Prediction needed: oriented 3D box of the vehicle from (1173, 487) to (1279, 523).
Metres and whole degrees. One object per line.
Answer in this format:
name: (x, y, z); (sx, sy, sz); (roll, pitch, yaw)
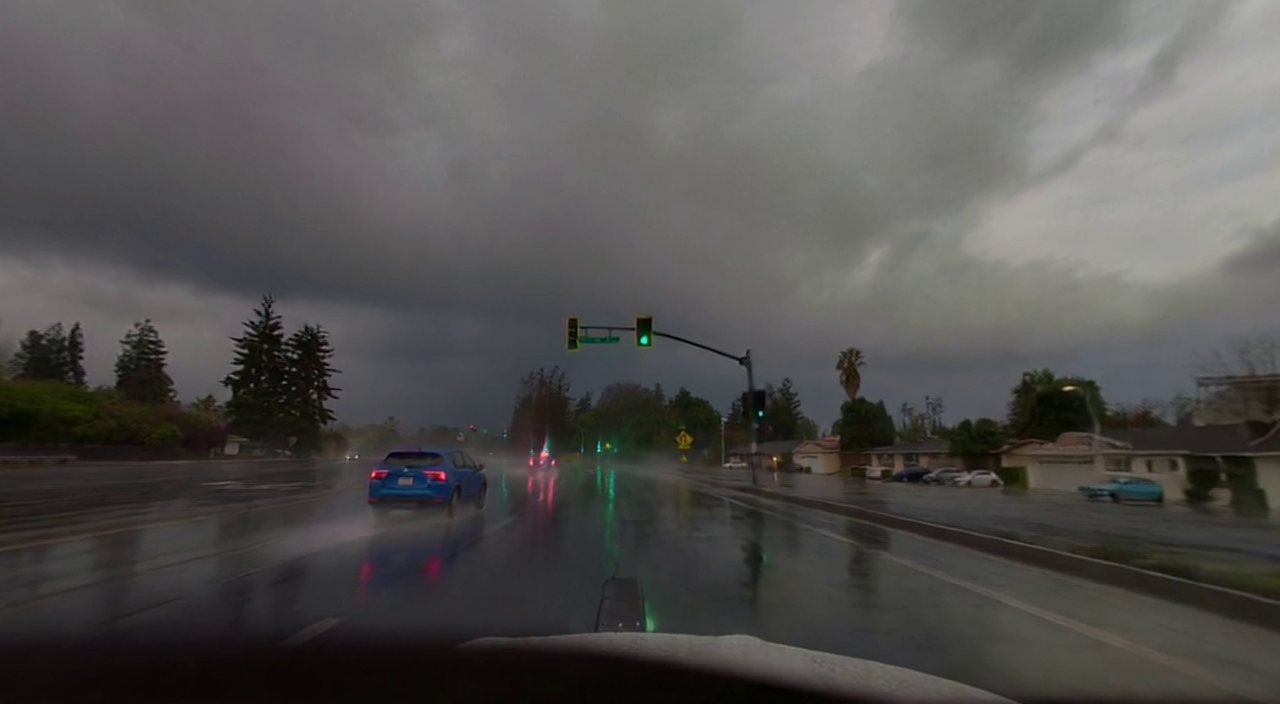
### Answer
vehicle: (35.179, 9.112, 37.904); (1.791, 1.703, 4.779); (2, -9, -7)

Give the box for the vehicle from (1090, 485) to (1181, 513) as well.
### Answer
vehicle: (34.364, 10.174, 43.970); (1.815, 1.463, 4.876); (3, -9, -11)

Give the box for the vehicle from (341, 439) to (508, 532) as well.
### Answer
vehicle: (-4.298, 2.714, 13.559); (2.098, 1.613, 4.606); (0, -9, -2)

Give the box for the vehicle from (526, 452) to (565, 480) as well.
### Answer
vehicle: (-5.339, 6.446, 36.019); (1.904, 1.476, 3.736); (1, -9, -4)
